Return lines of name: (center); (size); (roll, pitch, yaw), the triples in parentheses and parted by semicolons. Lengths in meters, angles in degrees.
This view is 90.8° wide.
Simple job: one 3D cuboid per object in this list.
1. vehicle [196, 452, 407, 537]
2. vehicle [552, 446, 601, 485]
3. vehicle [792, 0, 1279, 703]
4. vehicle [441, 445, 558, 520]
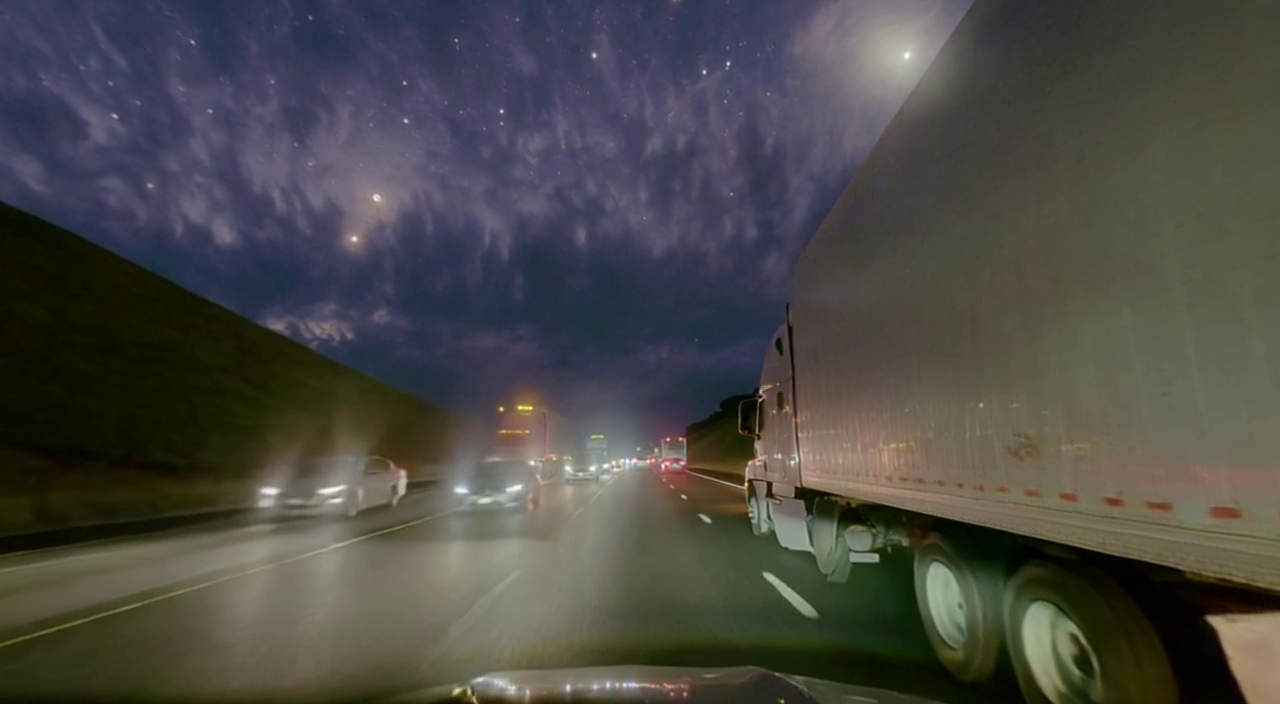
vehicle: (-6.670, 2.815, 13.159); (1.911, 1.422, 4.515); (0, -9, 0)
vehicle: (-3.172, 5.773, 32.416); (2.088, 1.860, 4.164); (0, -9, 0)
vehicle: (3.222, 0.134, 3.939); (2.959, 3.973, 5.928); (0, -9, 0)
vehicle: (-3.275, 3.107, 15.513); (2.005, 1.598, 3.684); (0, -9, 0)
